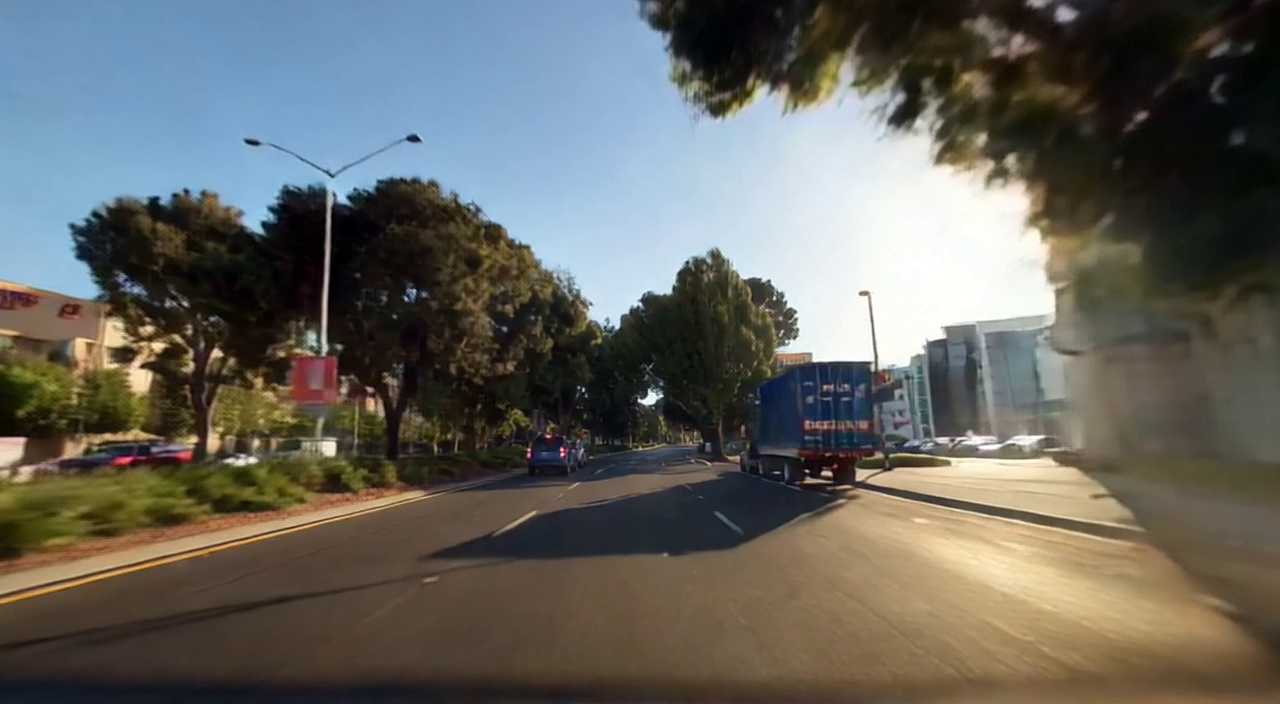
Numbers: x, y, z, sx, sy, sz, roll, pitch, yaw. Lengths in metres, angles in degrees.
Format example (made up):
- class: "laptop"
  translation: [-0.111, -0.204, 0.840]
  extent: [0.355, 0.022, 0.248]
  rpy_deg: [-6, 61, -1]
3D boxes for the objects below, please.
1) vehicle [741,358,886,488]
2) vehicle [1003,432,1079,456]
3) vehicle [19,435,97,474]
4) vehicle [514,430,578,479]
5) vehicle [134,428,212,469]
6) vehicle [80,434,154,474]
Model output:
- class: "vehicle"
  translation: [6.161, 2.885, 24.379]
  extent: [2.981, 4.106, 8.794]
  rpy_deg: [0, -9, 0]
- class: "vehicle"
  translation: [30.246, 6.987, 47.776]
  extent: [4.346, 1.772, 1.955]
  rpy_deg: [0, -10, 0]
- class: "vehicle"
  translation: [-38.860, 6.795, 42.126]
  extent: [6.478, 2.425, 2.435]
  rpy_deg: [-6, -11, 36]
- class: "vehicle"
  translation: [-4.376, 4.894, 30.419]
  extent: [2.270, 2.068, 5.865]
  rpy_deg: [0, -9, -1]
- class: "vehicle"
  translation: [-34.580, 7.208, 46.723]
  extent: [6.078, 2.726, 2.294]
  rpy_deg: [-7, -12, 31]
- class: "vehicle"
  translation: [-36.305, 7.054, 43.799]
  extent: [5.674, 2.586, 2.268]
  rpy_deg: [-6, -10, 35]
